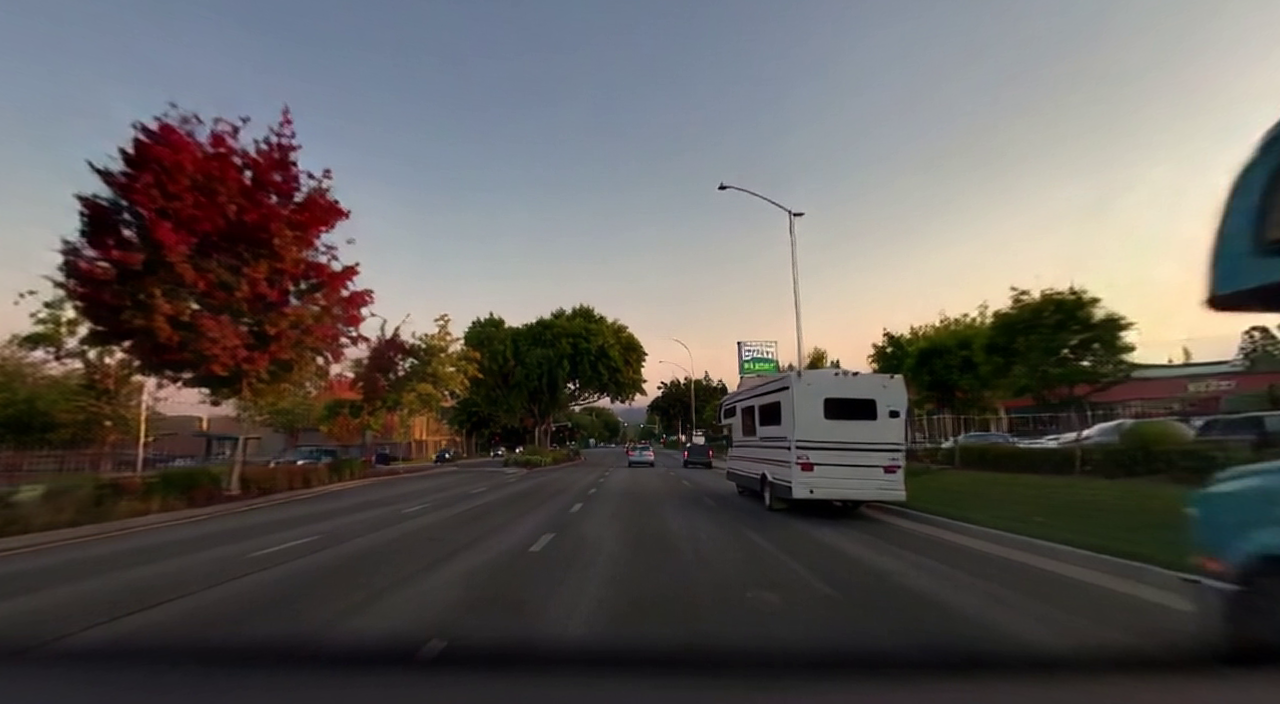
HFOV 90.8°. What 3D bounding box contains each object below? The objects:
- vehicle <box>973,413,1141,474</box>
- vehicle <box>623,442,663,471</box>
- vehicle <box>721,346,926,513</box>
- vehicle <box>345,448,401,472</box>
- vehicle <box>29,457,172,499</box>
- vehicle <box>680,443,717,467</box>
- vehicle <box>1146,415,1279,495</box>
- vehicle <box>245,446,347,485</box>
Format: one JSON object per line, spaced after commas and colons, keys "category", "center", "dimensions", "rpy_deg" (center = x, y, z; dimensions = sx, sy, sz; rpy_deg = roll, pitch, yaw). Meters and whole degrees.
{"category": "vehicle", "center": [13.925, 3.136, 21.454], "dimensions": [4.312, 1.647, 1.921], "rpy_deg": [-8, -10, 23]}
{"category": "vehicle", "center": [0.125, 5.851, 35.425], "dimensions": [2.103, 1.506, 4.742], "rpy_deg": [0, -9, -1]}
{"category": "vehicle", "center": [4.072, 2.132, 16.337], "dimensions": [2.924, 3.250, 7.780], "rpy_deg": [-1, -9, 0]}
{"category": "vehicle", "center": [-17.931, 7.289, 42.675], "dimensions": [1.889, 1.507, 4.388], "rpy_deg": [0, -9, 0]}
{"category": "vehicle", "center": [-20.793, 4.841, 24.644], "dimensions": [1.796, 1.445, 4.236], "rpy_deg": [0, -9, 0]}
{"category": "vehicle", "center": [4.127, 7.346, 45.270], "dimensions": [2.060, 1.611, 4.675], "rpy_deg": [0, -9, -1]}
{"category": "vehicle", "center": [13.160, 2.042, 12.654], "dimensions": [4.140, 1.465, 2.072], "rpy_deg": [-1, -9, 3]}
{"category": "vehicle", "center": [-14.740, 4.850, 27.356], "dimensions": [2.028, 1.535, 4.217], "rpy_deg": [0, -9, 0]}
